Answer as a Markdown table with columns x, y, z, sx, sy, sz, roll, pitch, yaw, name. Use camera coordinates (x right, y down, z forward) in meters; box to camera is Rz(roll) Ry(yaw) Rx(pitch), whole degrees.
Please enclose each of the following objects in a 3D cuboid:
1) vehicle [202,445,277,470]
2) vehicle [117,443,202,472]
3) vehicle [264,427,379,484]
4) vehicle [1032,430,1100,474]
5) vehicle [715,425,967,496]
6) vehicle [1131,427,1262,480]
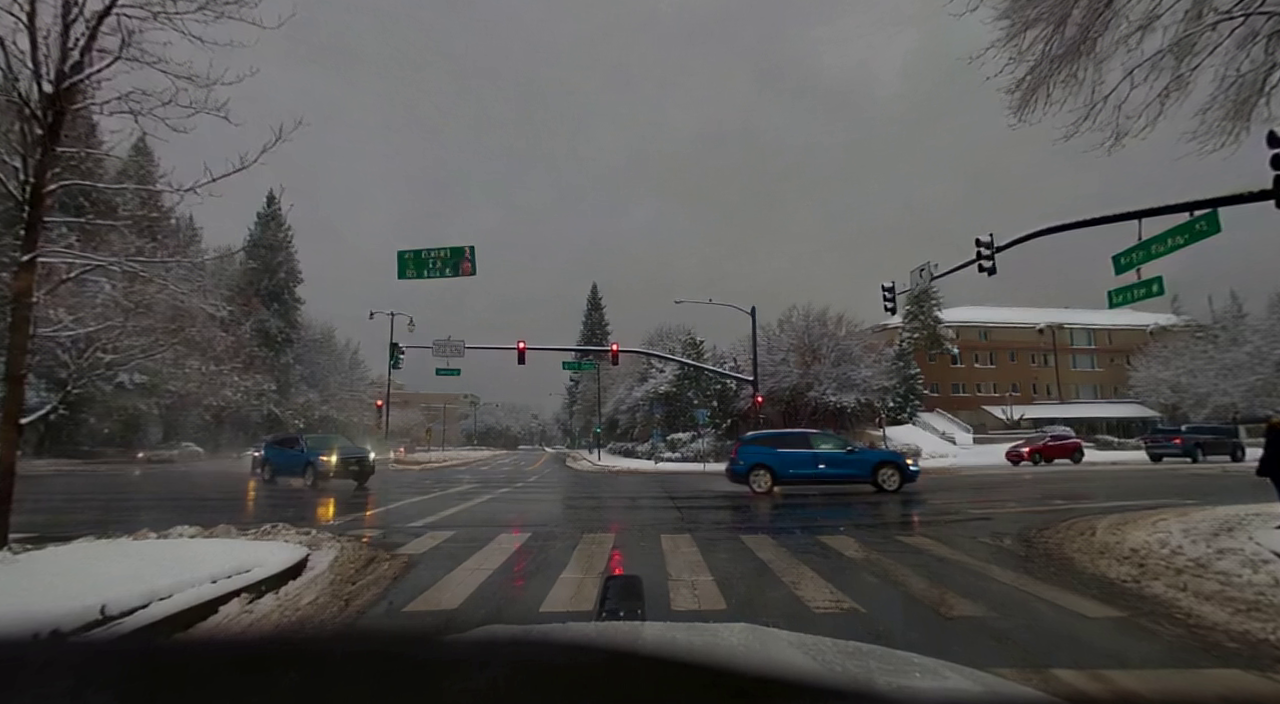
| x | y | z | sx | sy | sz | roll | pitch | yaw | name |
| --- | --- | --- | --- | --- | --- | --- | --- | --- | --- |
| -23.960 | 6.305 | 38.014 | 2.099 | 1.407 | 3.941 | 0 | -8 | -4 | vehicle |
| -31.024 | 6.806 | 40.978 | 1.961 | 1.708 | 4.678 | 0 | -8 | -3 | vehicle |
| -11.393 | 3.639 | 22.481 | 4.509 | 1.821 | 2.066 | -8 | -11 | 42 | vehicle |
| 19.094 | 4.445 | 28.232 | 2.180 | 1.762 | 4.742 | -6 | -10 | 36 | vehicle |
| 5.264 | 2.975 | 17.542 | 6.196 | 1.777 | 2.457 | -1 | -8 | 5 | vehicle |
| 20.348 | 3.674 | 23.075 | 4.780 | 1.719 | 2.156 | 5 | -10 | -32 | vehicle |
